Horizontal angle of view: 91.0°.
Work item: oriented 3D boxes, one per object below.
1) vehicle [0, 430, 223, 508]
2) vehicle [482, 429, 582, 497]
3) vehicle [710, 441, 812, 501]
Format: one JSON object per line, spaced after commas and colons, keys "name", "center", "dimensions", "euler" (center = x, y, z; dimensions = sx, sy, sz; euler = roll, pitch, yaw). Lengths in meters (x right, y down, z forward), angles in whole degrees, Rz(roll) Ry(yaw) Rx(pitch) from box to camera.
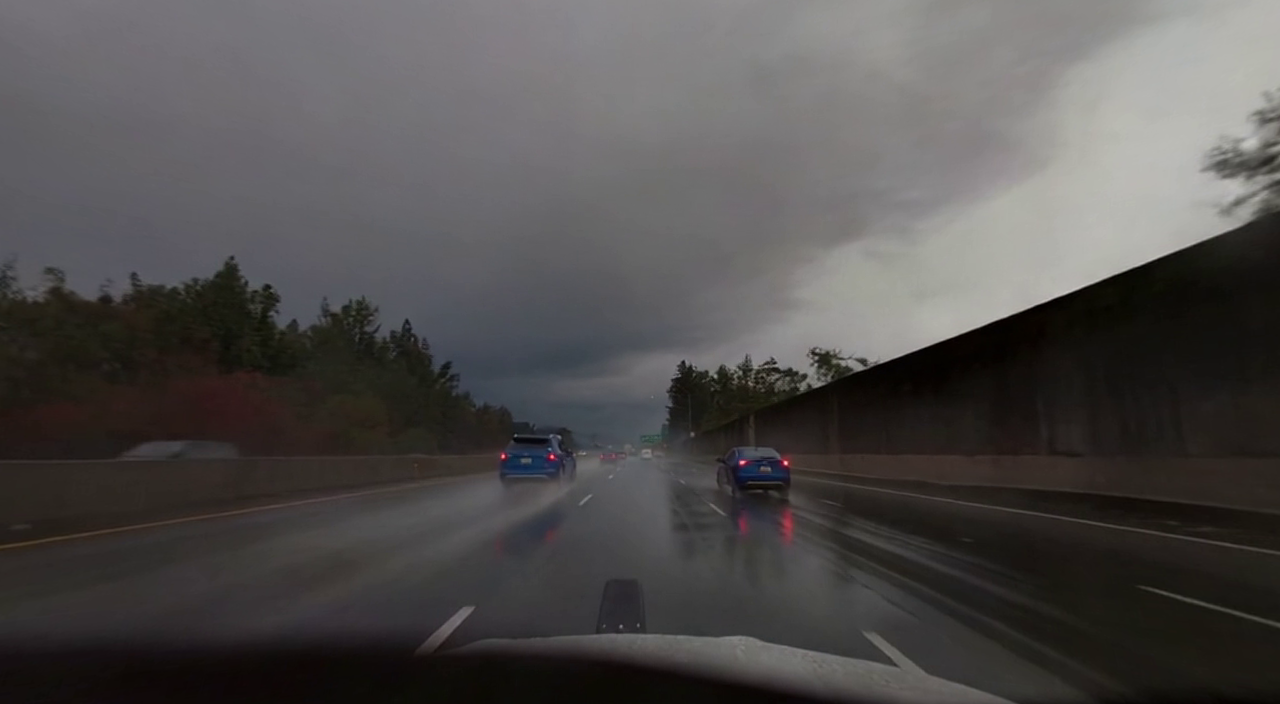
{"name": "vehicle", "center": [-12.085, 2.638, 14.566], "dimensions": [1.941, 1.526, 4.125], "euler": [0, -9, 1]}
{"name": "vehicle", "center": [-3.041, 3.254, 18.768], "dimensions": [2.137, 1.756, 4.453], "euler": [0, -9, 1]}
{"name": "vehicle", "center": [3.251, 3.293, 17.849], "dimensions": [1.979, 1.486, 4.125], "euler": [0, -9, -1]}
